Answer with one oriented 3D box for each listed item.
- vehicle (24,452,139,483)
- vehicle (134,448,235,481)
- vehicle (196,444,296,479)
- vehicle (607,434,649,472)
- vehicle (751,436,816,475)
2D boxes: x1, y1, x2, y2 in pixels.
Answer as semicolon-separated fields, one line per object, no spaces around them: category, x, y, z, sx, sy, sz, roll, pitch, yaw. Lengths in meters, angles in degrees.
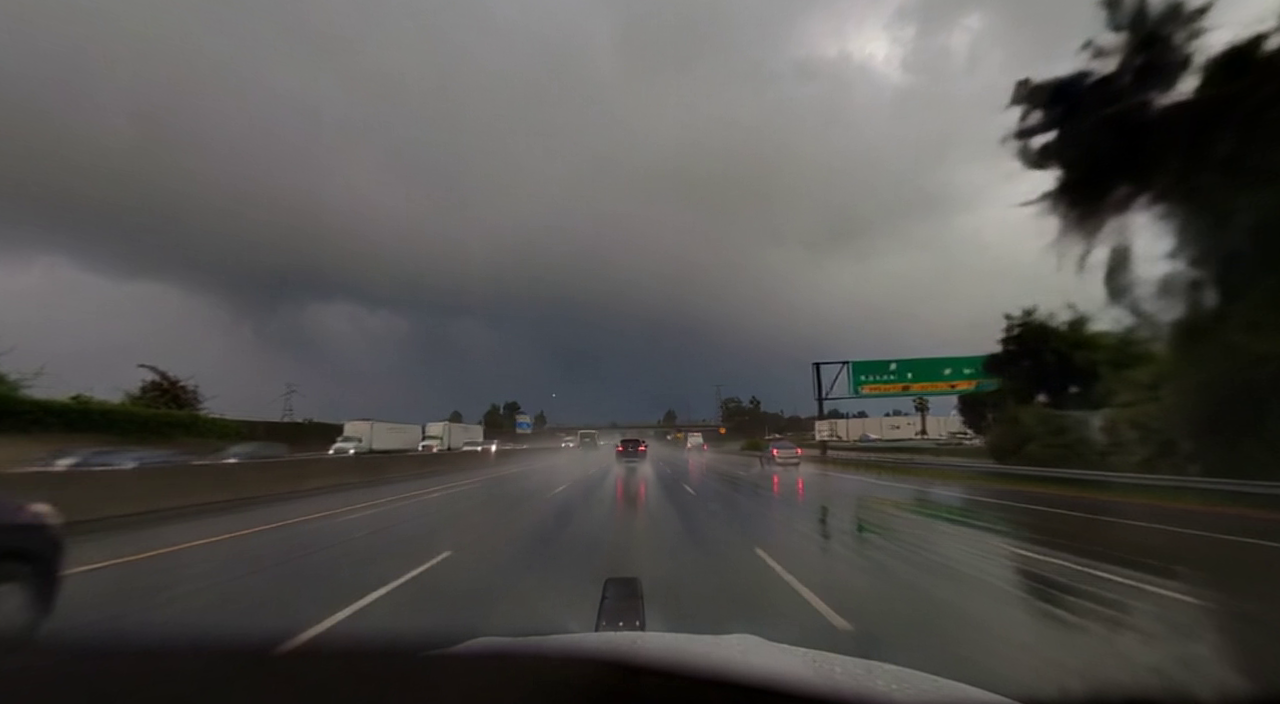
vehicle;-28.945;5.965;32.982;1.833;1.469;4.643;0;-9;-1
vehicle;-21.345;5.267;29.826;1.869;1.447;3.941;0;-9;-1
vehicle;-17.740;4.931;28.691;2.157;1.460;3.702;0;-9;-1
vehicle;-0.597;5.164;32.489;2.002;1.759;4.658;0;-9;0
vehicle;6.626;4.830;29.669;1.944;1.666;4.184;0;-9;-1
